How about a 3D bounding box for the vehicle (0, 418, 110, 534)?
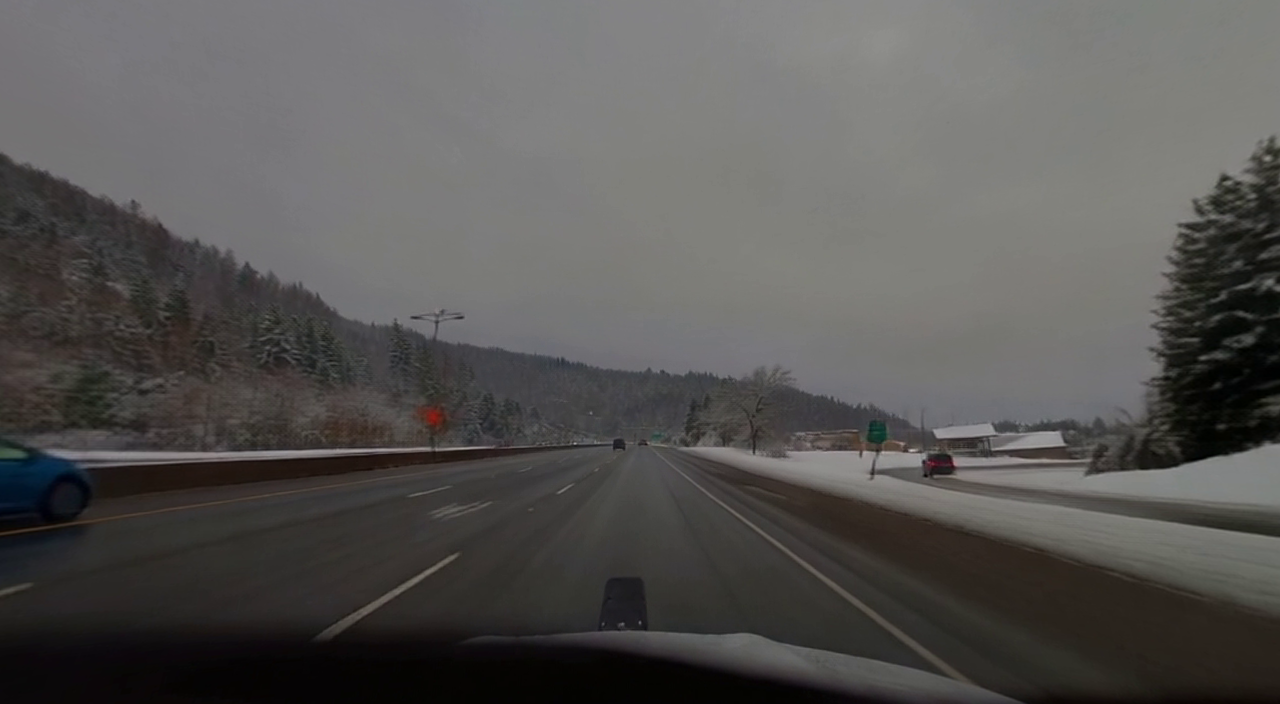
[{"bbox_3d":[-10.877,1.810,9.045,2.152,1.753,4.972,0,-8,1],"label":"vehicle"}]
